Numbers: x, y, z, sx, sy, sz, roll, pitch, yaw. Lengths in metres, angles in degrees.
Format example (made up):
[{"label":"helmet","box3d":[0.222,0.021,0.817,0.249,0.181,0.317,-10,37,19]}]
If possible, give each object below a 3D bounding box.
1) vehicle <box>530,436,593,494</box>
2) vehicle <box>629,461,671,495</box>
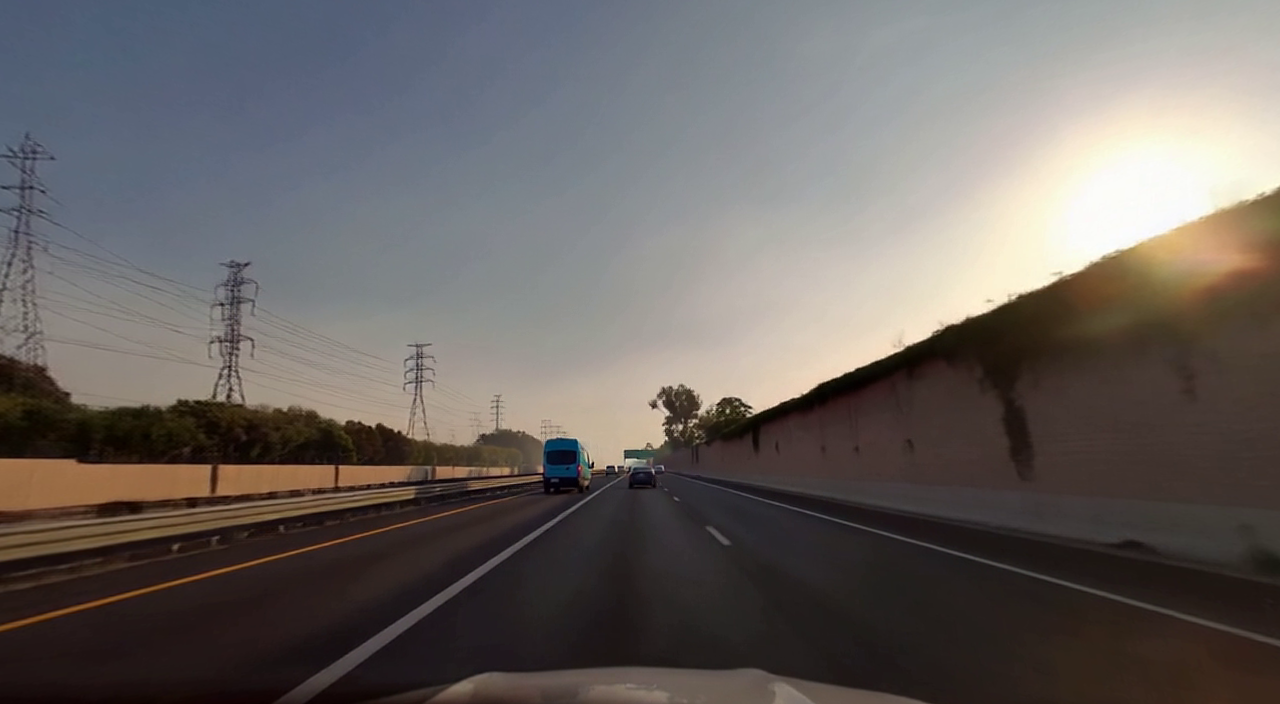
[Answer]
[{"label":"vehicle","box3d":[-3.878,5.871,32.571,2.394,2.609,6.875,1,-11,0]},{"label":"vehicle","box3d":[0.460,6.356,31.831,2.006,1.554,3.863,1,-10,0]}]
